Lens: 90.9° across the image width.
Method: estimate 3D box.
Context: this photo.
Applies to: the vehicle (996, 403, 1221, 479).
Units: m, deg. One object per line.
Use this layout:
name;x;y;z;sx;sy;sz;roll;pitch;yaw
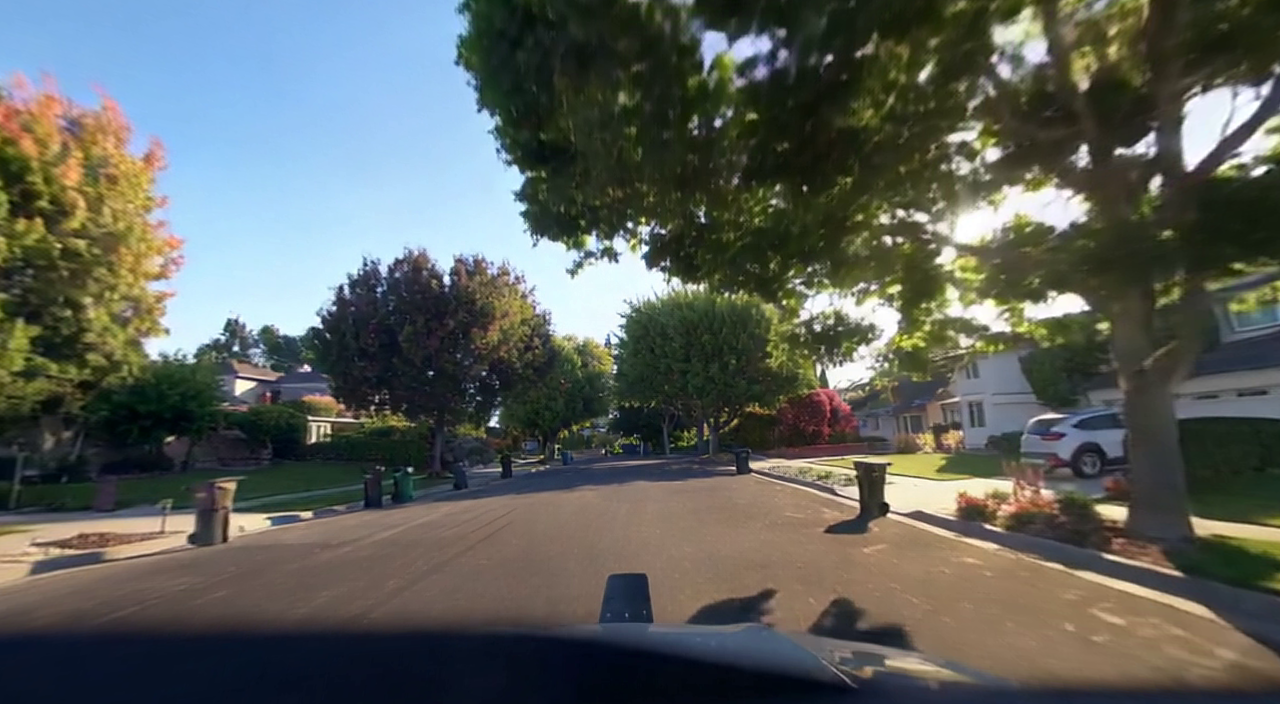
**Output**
vehicle;12.376;2.391;16.838;4.581;1.853;2.024;2;-8;-7
